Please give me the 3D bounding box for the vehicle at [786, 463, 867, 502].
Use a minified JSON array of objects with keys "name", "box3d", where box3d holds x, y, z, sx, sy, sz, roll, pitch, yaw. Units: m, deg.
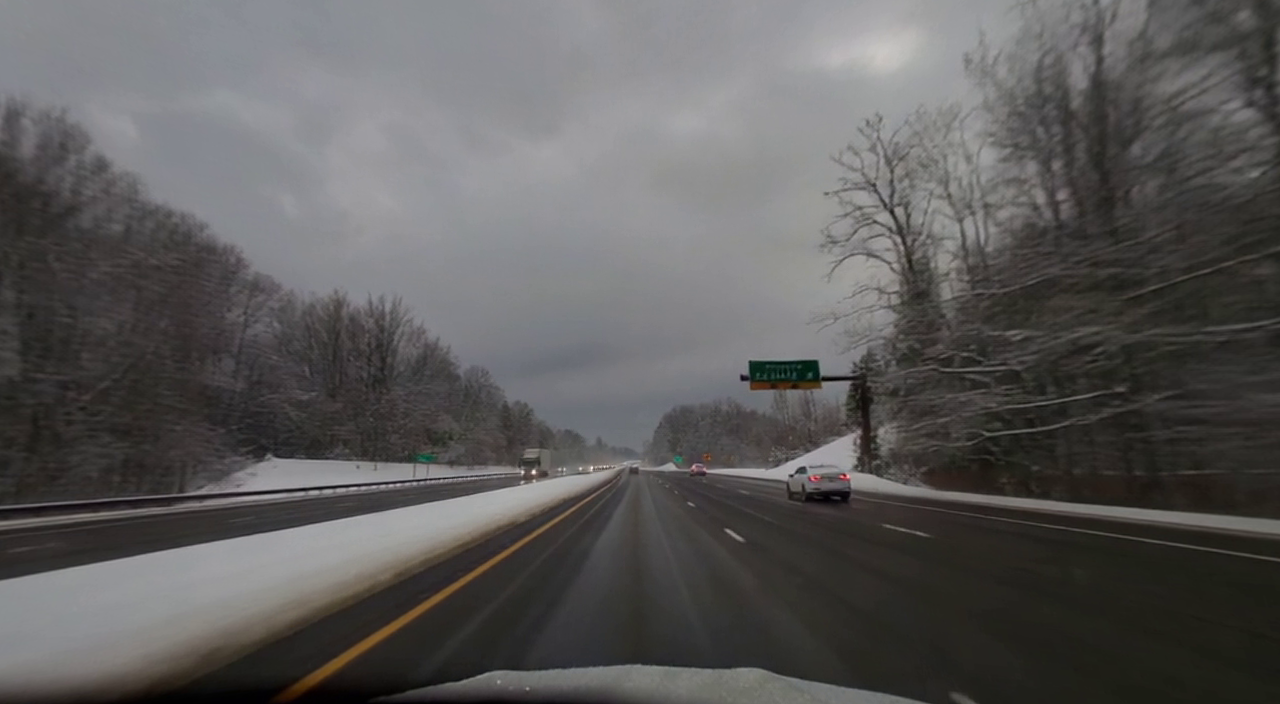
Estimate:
[{"name":"vehicle","box3d":[7.827,5.514,26.930,2.024,1.476,4.352,1,-10,-1]}]
